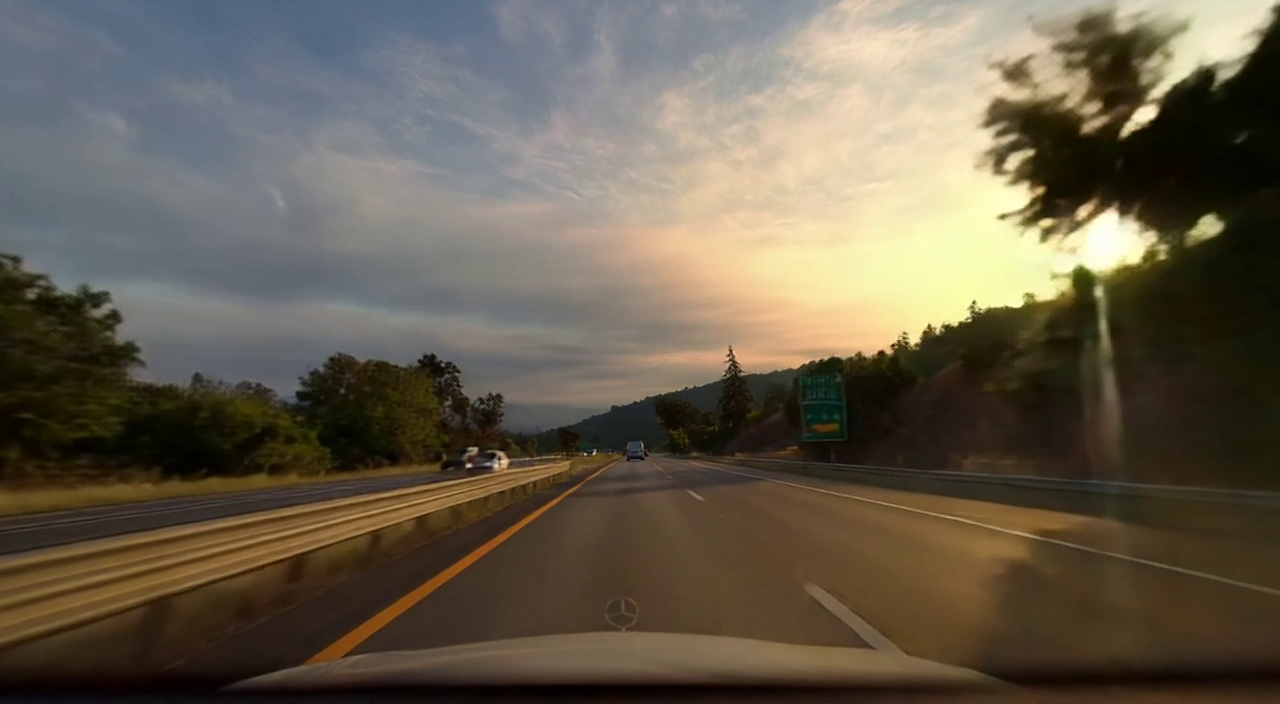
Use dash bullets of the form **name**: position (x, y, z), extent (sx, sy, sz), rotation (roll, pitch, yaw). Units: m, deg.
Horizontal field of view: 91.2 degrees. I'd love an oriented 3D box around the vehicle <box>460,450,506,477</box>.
- **vehicle**: position (-9.684, 6.886, 38.935), extent (1.832, 1.511, 3.979), rotation (0, -9, 0)
